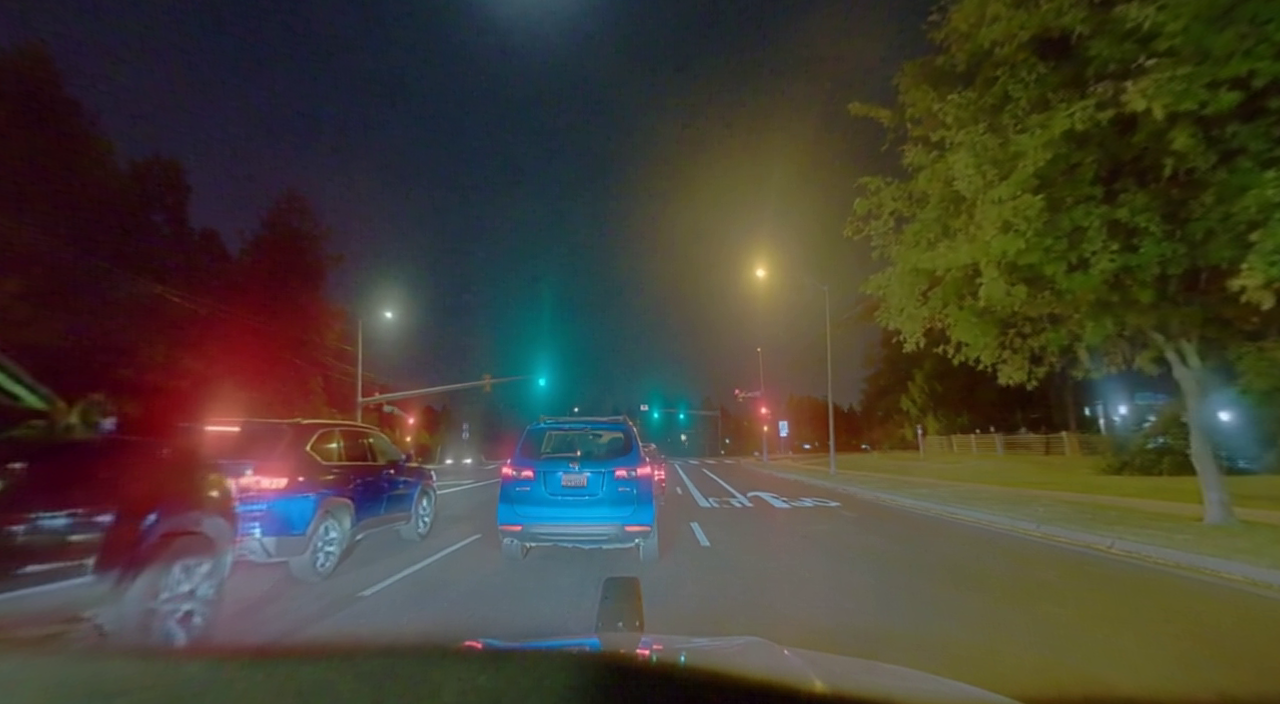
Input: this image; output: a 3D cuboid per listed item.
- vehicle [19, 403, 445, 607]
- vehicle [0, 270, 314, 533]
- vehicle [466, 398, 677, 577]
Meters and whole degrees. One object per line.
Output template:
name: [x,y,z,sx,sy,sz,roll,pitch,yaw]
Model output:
vehicle: [-4.093,1.604,7.537,2.009,1.673,4.454,0,-9,1]
vehicle: [-11.779,1.379,13.989,3.107,4.149,11.028,0,-9,0]
vehicle: [-0.614,1.745,8.977,2.131,1.793,5.016,0,-9,2]
